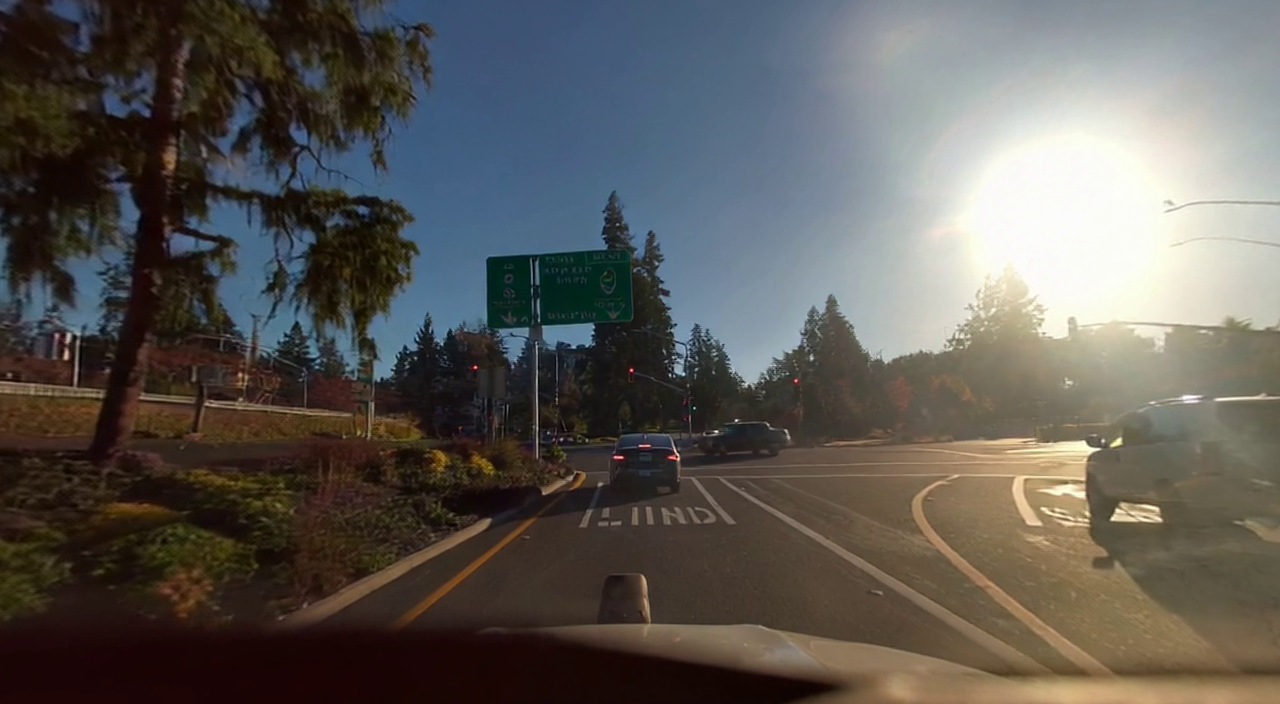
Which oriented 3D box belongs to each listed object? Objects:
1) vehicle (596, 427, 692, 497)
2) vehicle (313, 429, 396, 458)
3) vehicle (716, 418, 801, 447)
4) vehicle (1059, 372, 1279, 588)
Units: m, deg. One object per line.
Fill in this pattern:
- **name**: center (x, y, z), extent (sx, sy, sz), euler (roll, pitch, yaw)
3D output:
- **vehicle**: center (0.101, 2.682, 15.769), extent (2.056, 1.473, 4.380), euler (0, -8, 0)
- **vehicle**: center (-17.522, 5.619, 38.796), extent (4.200, 1.639, 1.844), euler (-1, -8, 1)
- **vehicle**: center (9.111, 6.296, 48.996), extent (6.261, 2.166, 1.947), euler (-1, -8, 4)
- **vehicle**: center (7.197, 1.414, 7.672), extent (2.084, 1.870, 5.068), euler (-3, -9, 18)
